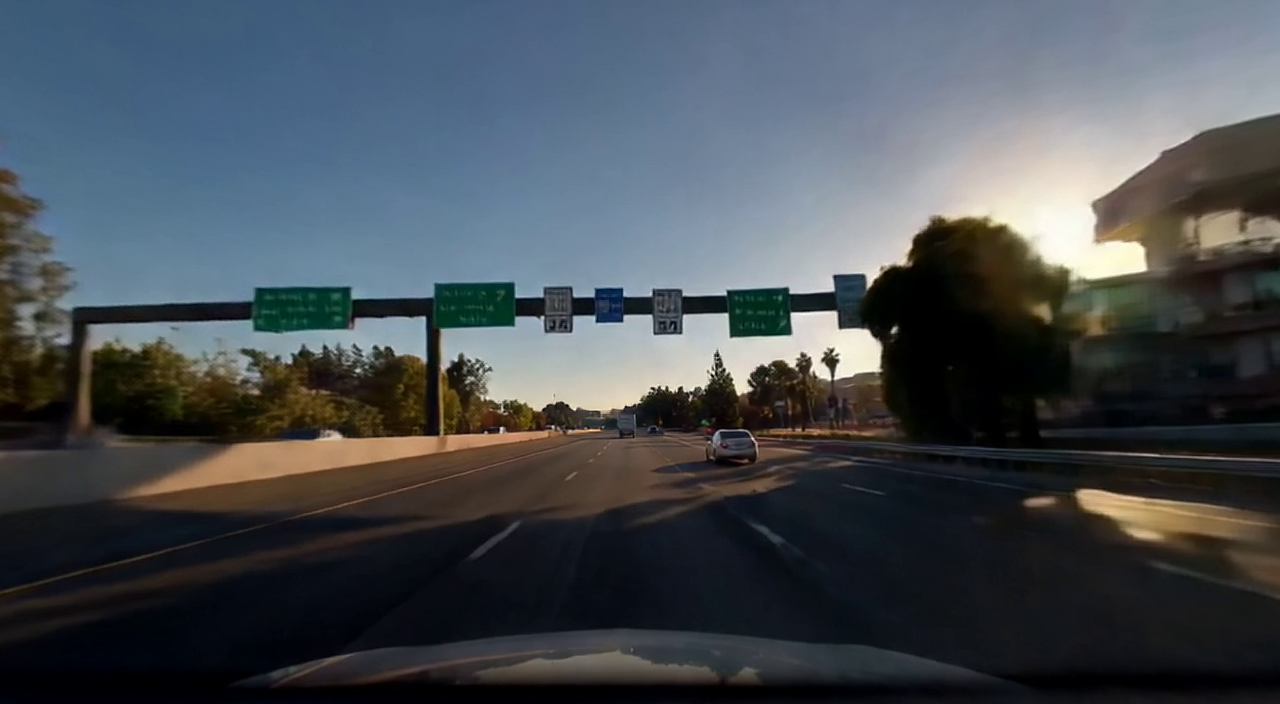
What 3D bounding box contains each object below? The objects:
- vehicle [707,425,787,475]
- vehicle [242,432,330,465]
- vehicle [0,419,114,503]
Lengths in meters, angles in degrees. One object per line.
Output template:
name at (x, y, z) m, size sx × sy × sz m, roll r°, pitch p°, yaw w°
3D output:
vehicle at (3.618, 3.380, 22.030) m, size 1.973 × 1.563 × 3.959 m, roll 0°, pitch -8°, yaw -2°
vehicle at (-16.869, 4.598, 30.203) m, size 1.833 × 1.489 × 4.050 m, roll 0°, pitch -8°, yaw 0°
vehicle at (-12.923, 2.096, 12.175) m, size 1.862 × 1.546 × 4.126 m, roll 0°, pitch -8°, yaw 0°
